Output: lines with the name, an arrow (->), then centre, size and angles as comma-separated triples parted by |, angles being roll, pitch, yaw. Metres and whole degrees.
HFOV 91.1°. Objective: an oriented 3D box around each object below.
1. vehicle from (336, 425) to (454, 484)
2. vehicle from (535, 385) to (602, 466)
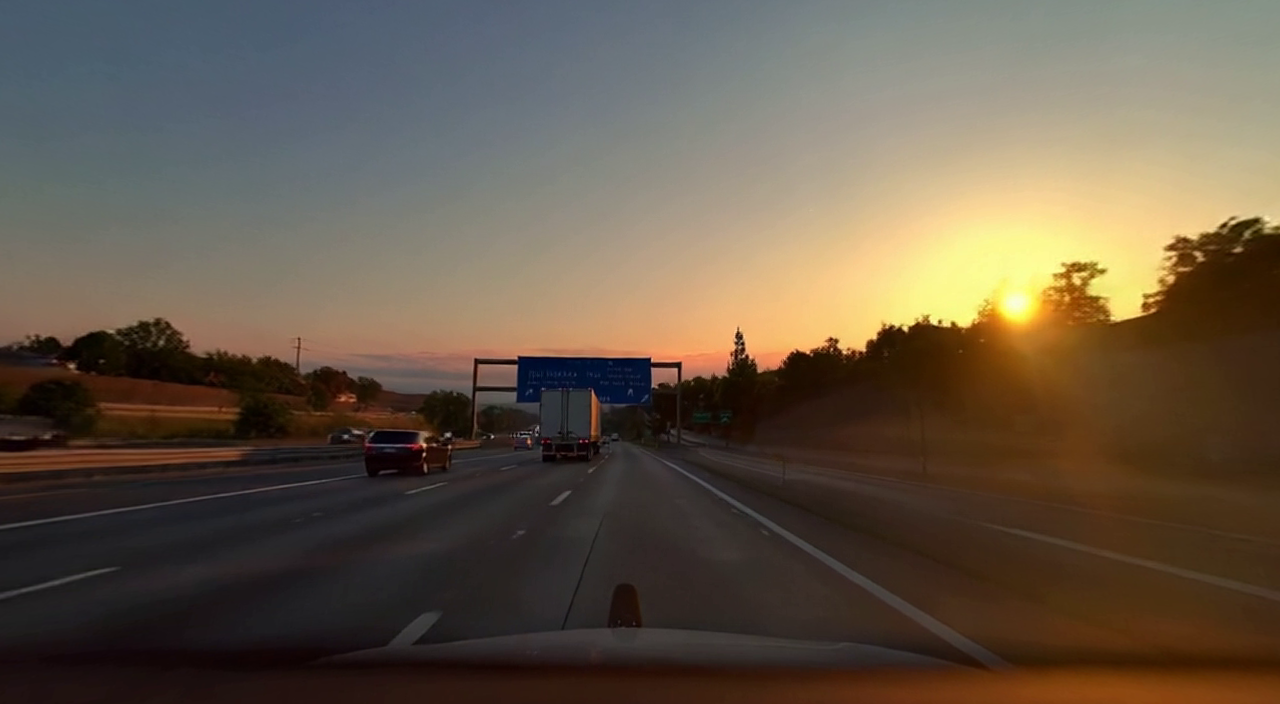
vehicle -> -7.750, 3.255, 20.410 | 2.075, 1.691, 4.431 | 0, -8, -1
vehicle -> -4.005, 4.589, 37.893 | 3.002, 3.987, 12.477 | -2, -8, -2
